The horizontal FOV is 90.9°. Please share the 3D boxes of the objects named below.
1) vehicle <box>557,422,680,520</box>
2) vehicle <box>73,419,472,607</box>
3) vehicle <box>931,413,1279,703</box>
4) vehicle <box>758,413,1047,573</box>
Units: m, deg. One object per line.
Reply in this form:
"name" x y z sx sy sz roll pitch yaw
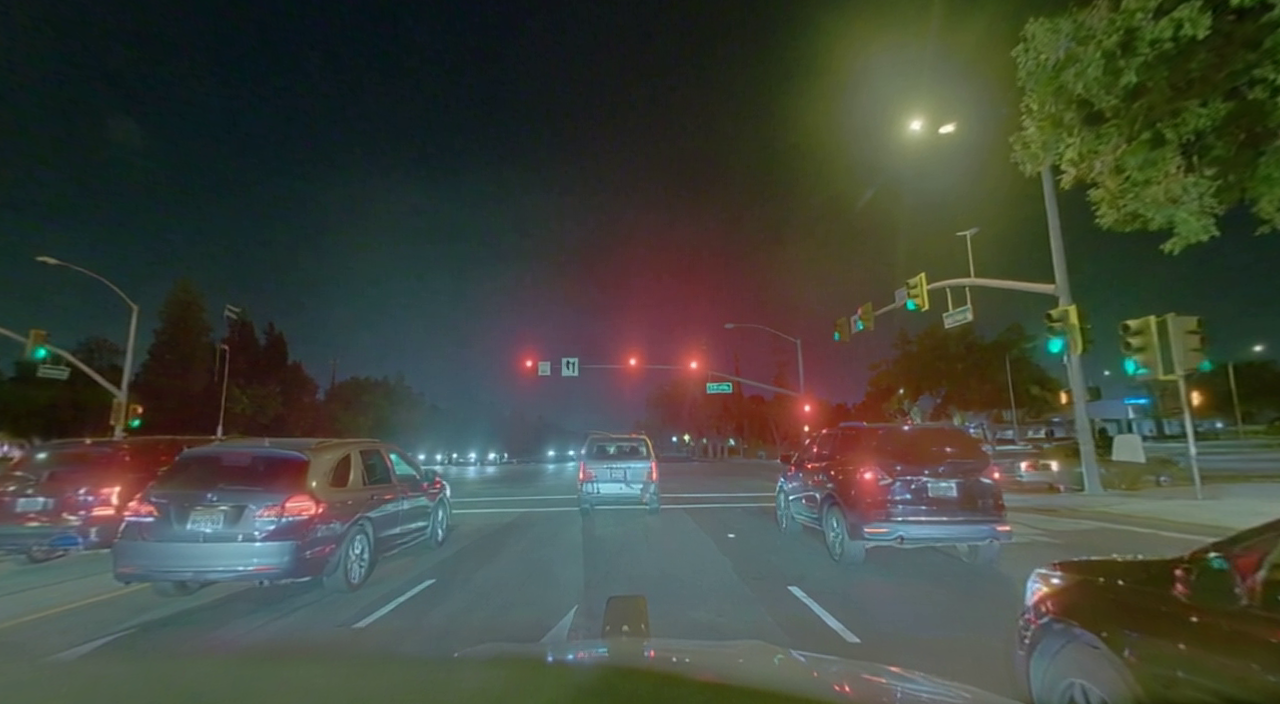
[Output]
"vehicle" -0.399 2.445 13.407 2.215 1.749 3.976 0 -8 0
"vehicle" -3.540 1.613 7.305 1.941 1.492 4.399 0 -8 1
"vehicle" 3.249 1.005 2.606 1.960 1.460 4.233 0 -8 -2
"vehicle" 3.284 1.852 9.134 2.097 1.707 4.461 0 -8 -2
